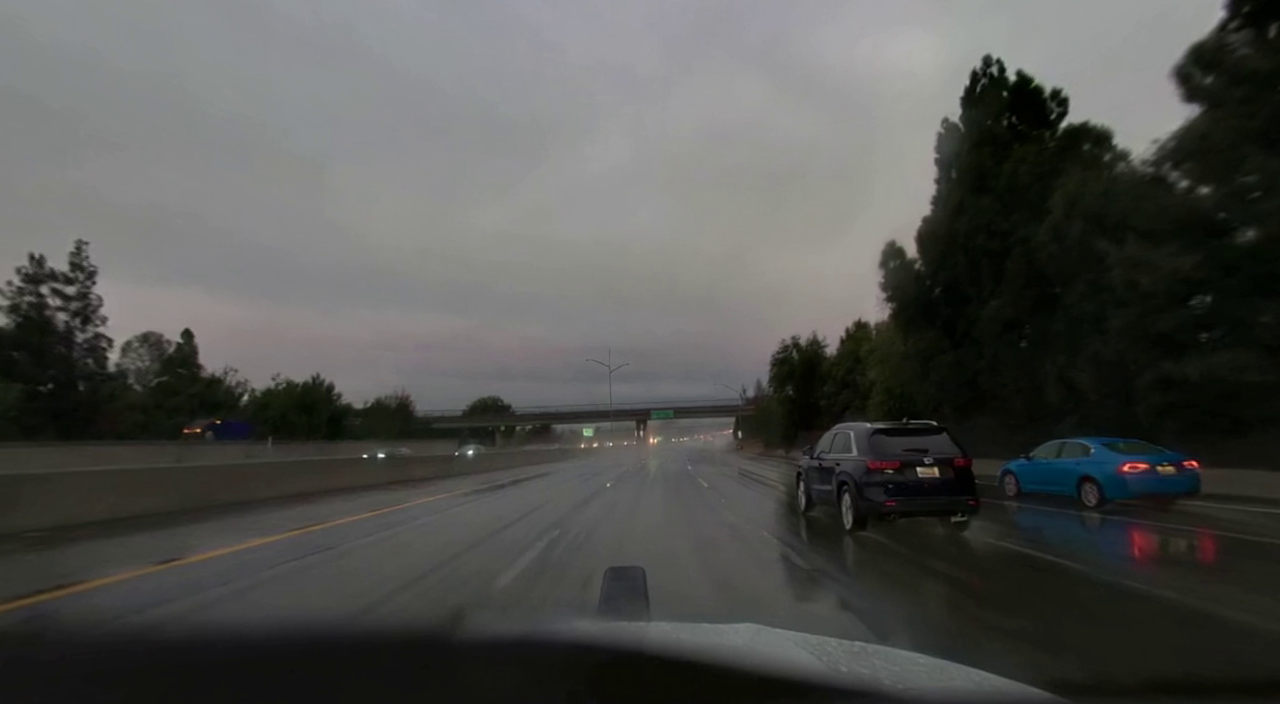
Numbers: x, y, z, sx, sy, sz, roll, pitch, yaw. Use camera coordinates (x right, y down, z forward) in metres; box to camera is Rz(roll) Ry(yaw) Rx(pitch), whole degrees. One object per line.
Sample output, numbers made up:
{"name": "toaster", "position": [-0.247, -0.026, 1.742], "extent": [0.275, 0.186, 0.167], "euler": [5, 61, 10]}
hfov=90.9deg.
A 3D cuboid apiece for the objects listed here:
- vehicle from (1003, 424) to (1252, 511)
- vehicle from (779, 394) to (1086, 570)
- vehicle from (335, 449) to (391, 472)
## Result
{"name": "vehicle", "position": [10.519, 2.515, 14.174], "extent": [2.024, 1.628, 4.417], "euler": [0, -8, 0]}
{"name": "vehicle", "position": [3.411, 1.626, 8.604], "extent": [2.019, 1.732, 4.579], "euler": [0, -8, 1]}
{"name": "vehicle", "position": [-19.983, 7.831, 45.710], "extent": [1.800, 1.469, 4.518], "euler": [-1, -8, 3]}
